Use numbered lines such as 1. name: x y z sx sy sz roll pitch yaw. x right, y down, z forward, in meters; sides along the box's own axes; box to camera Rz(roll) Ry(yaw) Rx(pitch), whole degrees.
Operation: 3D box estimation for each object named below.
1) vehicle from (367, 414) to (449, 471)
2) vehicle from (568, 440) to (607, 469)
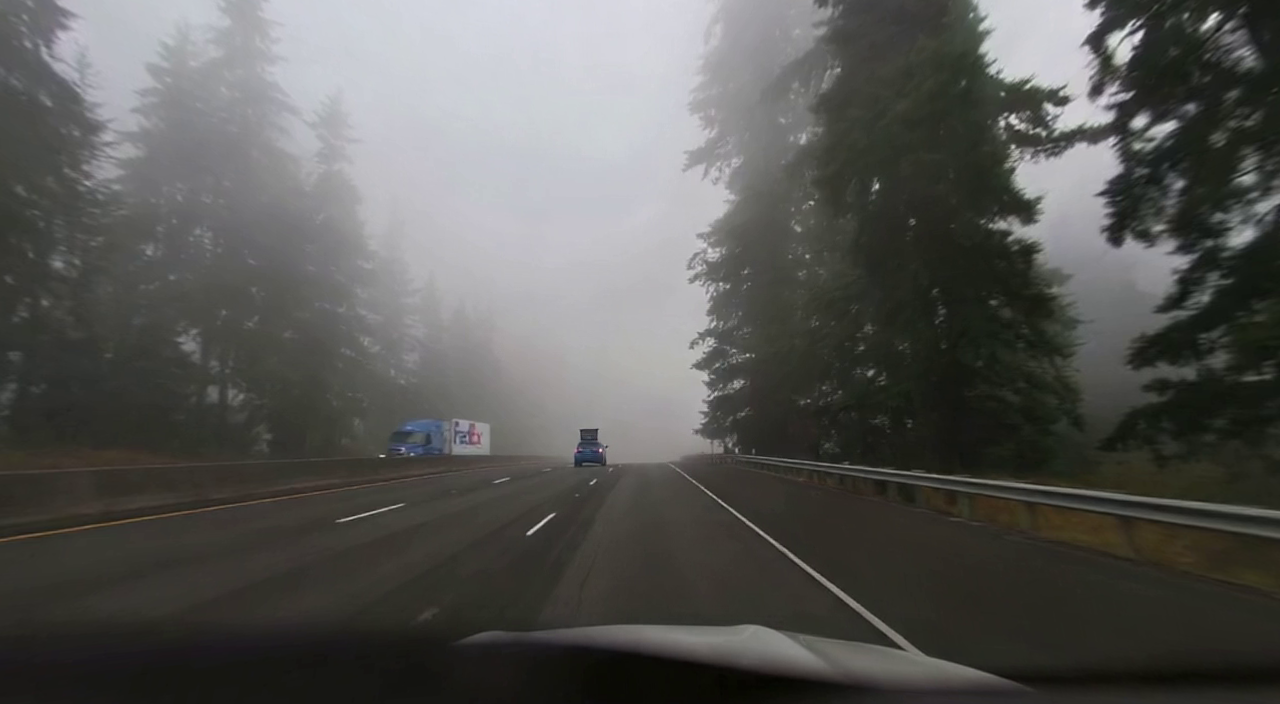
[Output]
1. vehicle: -17.187 6.806 47.255 3.022 3.874 8.340 0 -8 0
2. vehicle: -3.403 6.731 41.390 2.084 1.752 4.479 0 -8 1
